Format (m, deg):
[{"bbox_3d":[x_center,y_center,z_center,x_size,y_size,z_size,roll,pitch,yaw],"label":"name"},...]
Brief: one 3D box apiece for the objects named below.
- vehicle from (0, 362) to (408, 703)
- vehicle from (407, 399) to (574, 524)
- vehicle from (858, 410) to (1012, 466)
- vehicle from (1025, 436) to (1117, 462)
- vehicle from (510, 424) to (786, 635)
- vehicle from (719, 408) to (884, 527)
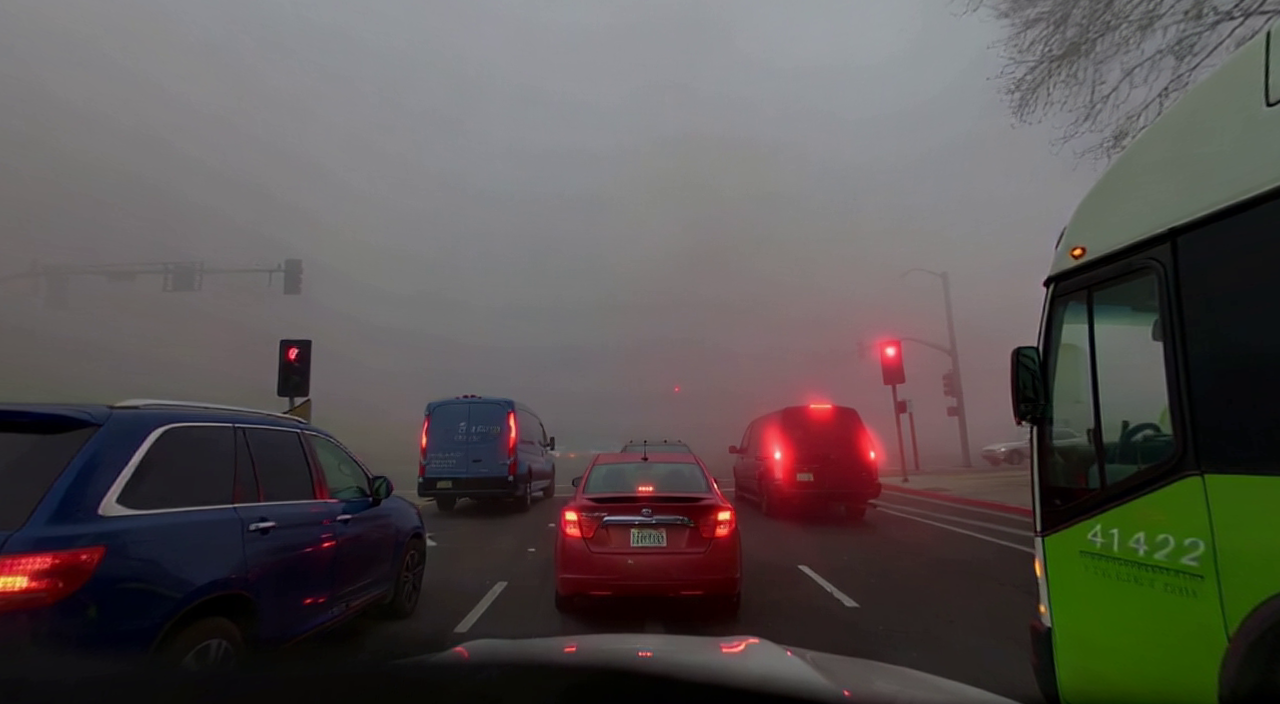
[{"bbox_3d":[-3.419,1.179,4.631,1.921,1.701,3.989,0,-8,-1],"label":"vehicle"},{"bbox_3d":[-2.952,2.351,13.962,2.335,2.221,5.165,0,-8,1],"label":"vehicle"},{"bbox_3d":[17.571,5.143,37.929,7.839,3.213,2.628,0,-9,-3],"label":"vehicle"},{"bbox_3d":[25.873,5.834,37.996,4.229,1.489,1.794,0,-8,-1],"label":"vehicle"},{"bbox_3d":[0.048,1.547,6.415,1.976,1.485,3.624,0,-8,0],"label":"vehicle"},{"bbox_3d":[3.130,2.403,13.682,2.143,2.036,5.367,0,-8,0],"label":"vehicle"}]
